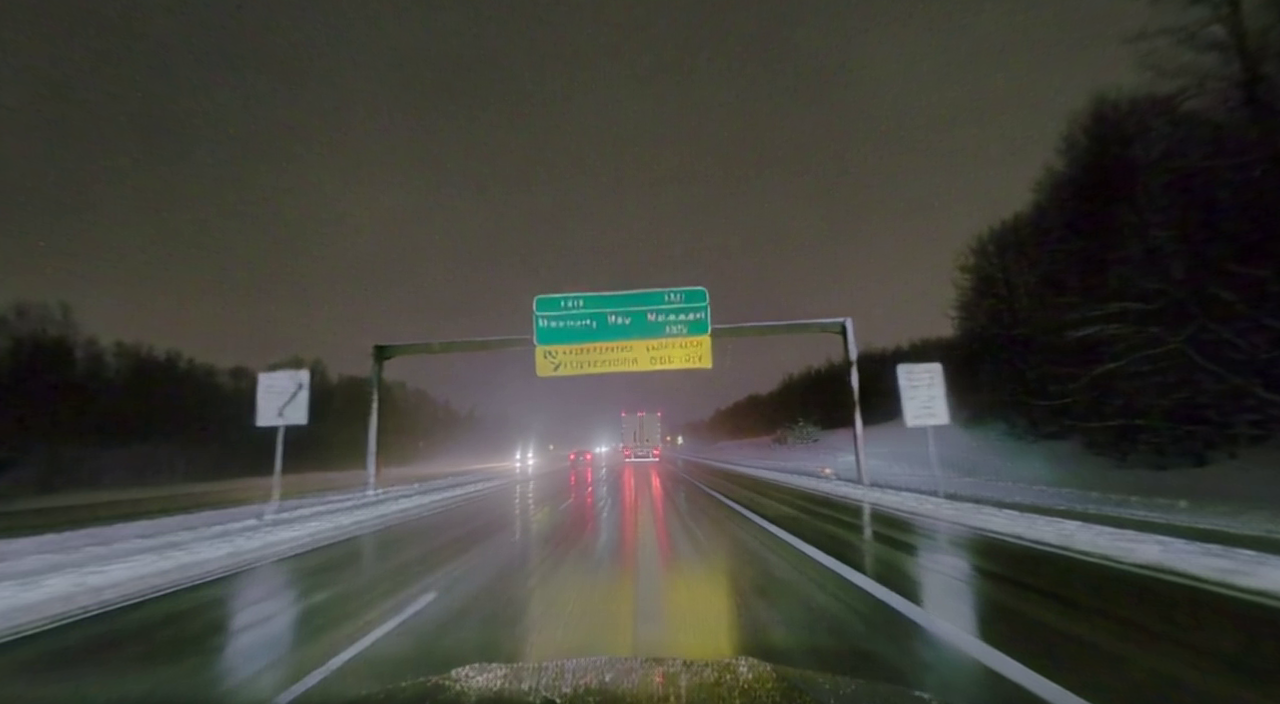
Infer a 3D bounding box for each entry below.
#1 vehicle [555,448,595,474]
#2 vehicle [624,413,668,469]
[{"bbox_3d":[-4.089,6.903,40.224,2.053,1.523,4.450,0,-9,1],"label":"vehicle"},{"bbox_3d":[0.269,6.815,47.931,2.864,3.805,9.500,0,-9,-2],"label":"vehicle"}]
